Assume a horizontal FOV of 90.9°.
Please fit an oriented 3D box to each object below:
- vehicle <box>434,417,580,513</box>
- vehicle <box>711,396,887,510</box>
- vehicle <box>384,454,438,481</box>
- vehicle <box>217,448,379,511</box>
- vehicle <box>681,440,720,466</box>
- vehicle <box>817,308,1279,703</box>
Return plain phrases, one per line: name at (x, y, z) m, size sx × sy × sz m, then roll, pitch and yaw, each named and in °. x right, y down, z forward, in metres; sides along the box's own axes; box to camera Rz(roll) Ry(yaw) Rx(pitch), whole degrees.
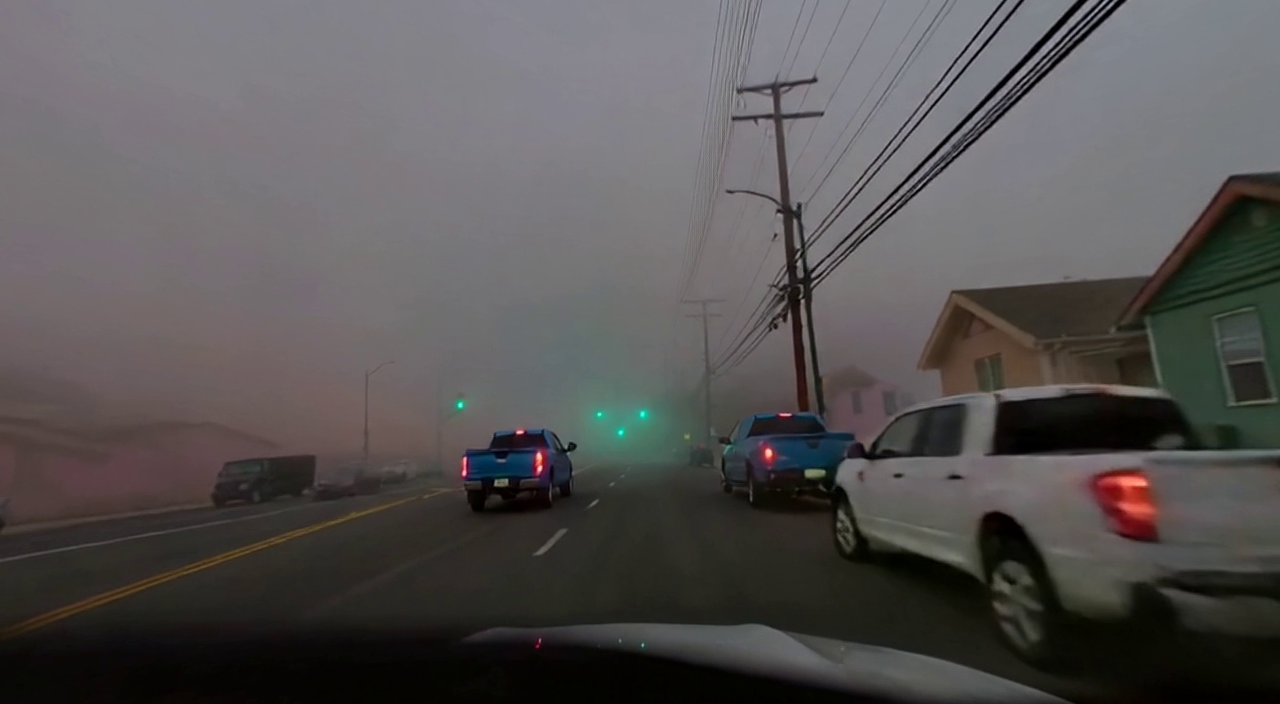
vehicle at (-2.923, 2.672, 15.334) m, size 2.242 × 1.890 × 5.306 m, roll -1°, pitch -9°, yaw 2°
vehicle at (3.203, 2.305, 14.580) m, size 2.415 × 2.004 × 6.589 m, roll -1°, pitch -9°, yaw 1°
vehicle at (-15.225, 7.685, 42.168) m, size 2.026 × 1.617 × 3.933 m, roll -1°, pitch -8°, yaw 2°
vehicle at (-11.636, 4.329, 22.099) m, size 2.429 × 1.857 × 5.587 m, roll -1°, pitch -9°, yaw 2°
vehicle at (3.777, 6.398, 40.035) m, size 2.012 × 1.491 × 4.333 m, roll -1°, pitch -9°, yaw 0°
vehicle at (3.144, 1.031, 4.848) m, size 2.052 × 1.750 × 4.679 m, roll 0°, pitch -9°, yaw -2°
